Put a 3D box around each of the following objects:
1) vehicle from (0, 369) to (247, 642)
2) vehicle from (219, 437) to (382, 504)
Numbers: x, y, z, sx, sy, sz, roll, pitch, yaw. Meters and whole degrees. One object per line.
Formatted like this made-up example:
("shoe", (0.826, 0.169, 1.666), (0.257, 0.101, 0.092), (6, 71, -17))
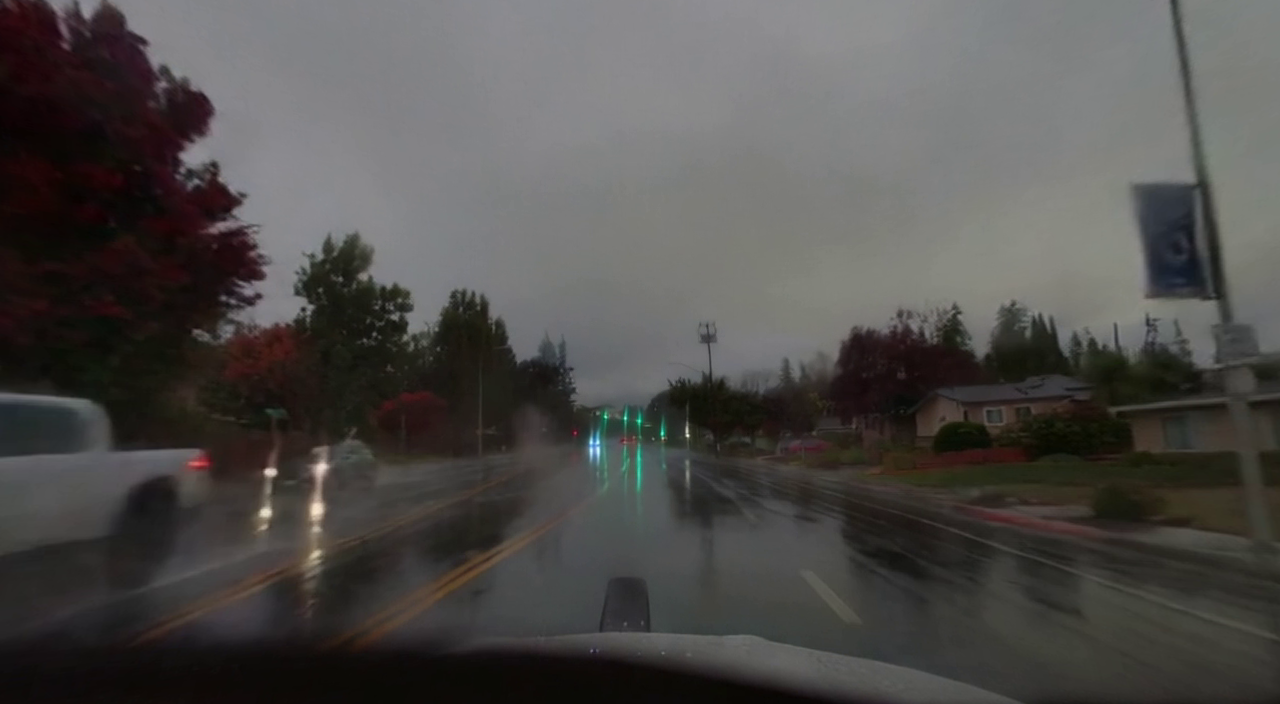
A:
("vehicle", (-5.236, 1.057, 4.435), (2.128, 1.753, 4.516), (0, -8, -2))
("vehicle", (-8.800, 3.078, 16.918), (2.066, 1.468, 4.558), (-1, -8, -3))
